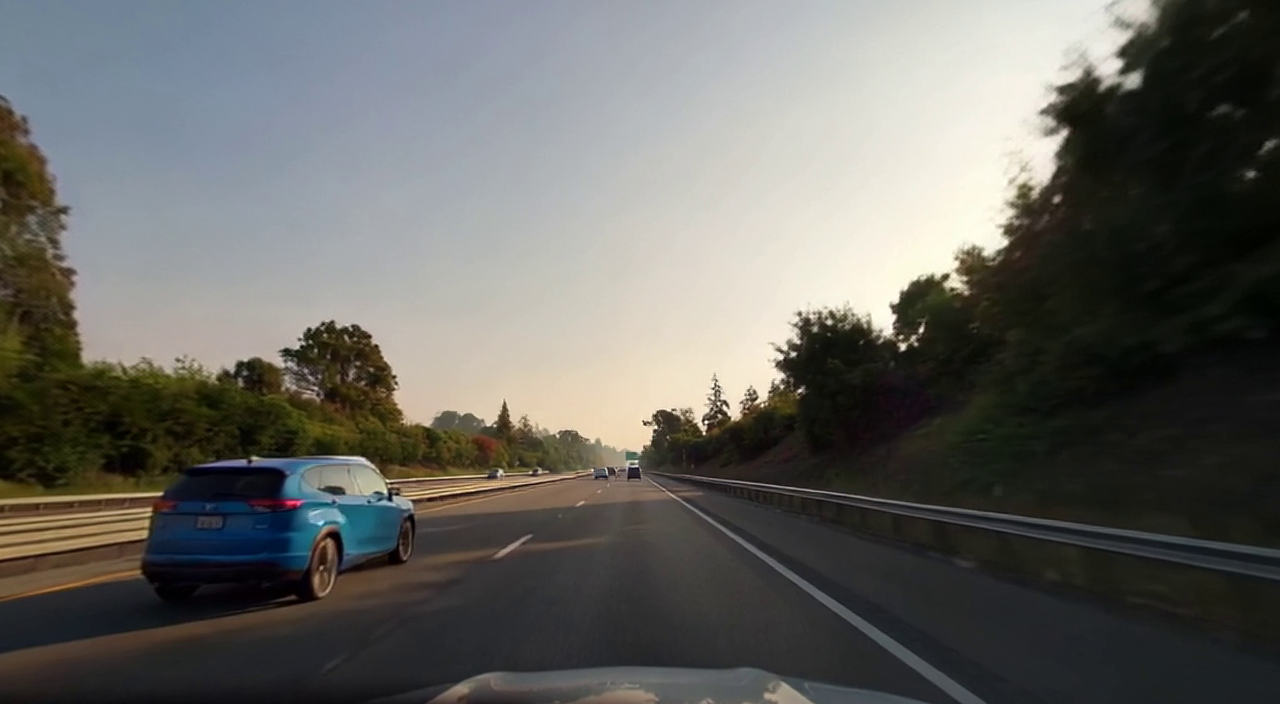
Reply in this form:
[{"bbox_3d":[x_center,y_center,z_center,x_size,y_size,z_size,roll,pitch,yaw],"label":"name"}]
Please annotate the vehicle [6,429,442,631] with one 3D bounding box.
[{"bbox_3d":[-3.892,1.765,7.000,2.017,1.516,4.041,1,-11,0],"label":"vehicle"}]
